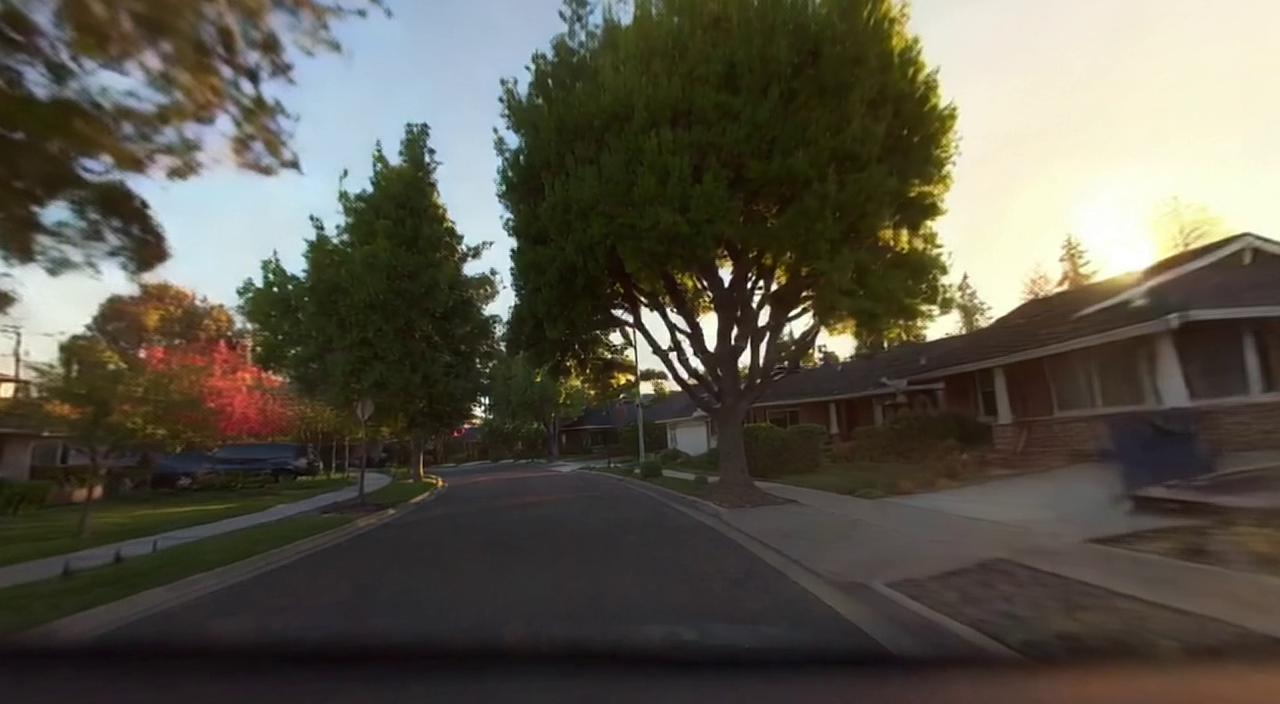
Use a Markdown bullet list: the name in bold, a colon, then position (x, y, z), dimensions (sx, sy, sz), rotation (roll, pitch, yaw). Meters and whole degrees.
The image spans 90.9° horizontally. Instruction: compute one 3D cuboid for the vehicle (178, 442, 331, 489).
- **vehicle**: position (-14.438, 4.248, 23.853), dimensions (4.471, 1.638, 1.877), rotation (1, -8, -8)
